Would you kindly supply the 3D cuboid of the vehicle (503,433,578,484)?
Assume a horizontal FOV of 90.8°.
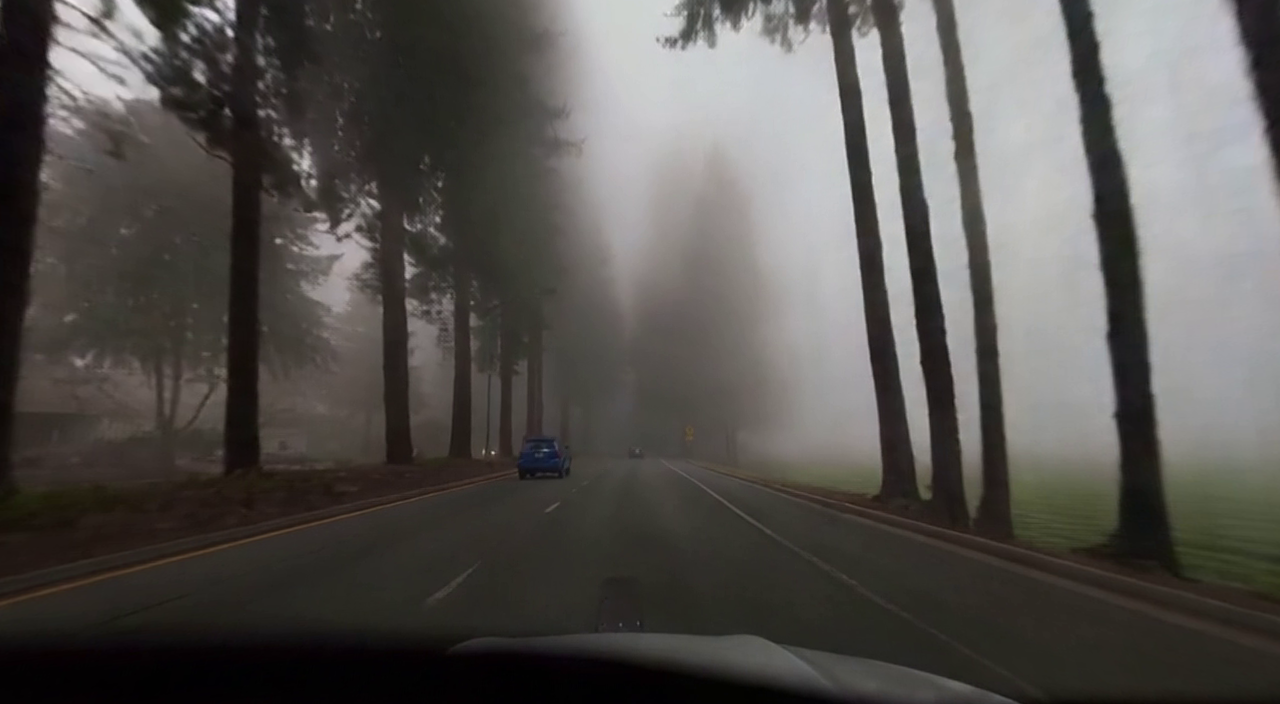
[{"bbox_3d":[-3.582,3.943,23.692,2.078,1.748,4.279,0,-8,0],"label":"vehicle"}]
